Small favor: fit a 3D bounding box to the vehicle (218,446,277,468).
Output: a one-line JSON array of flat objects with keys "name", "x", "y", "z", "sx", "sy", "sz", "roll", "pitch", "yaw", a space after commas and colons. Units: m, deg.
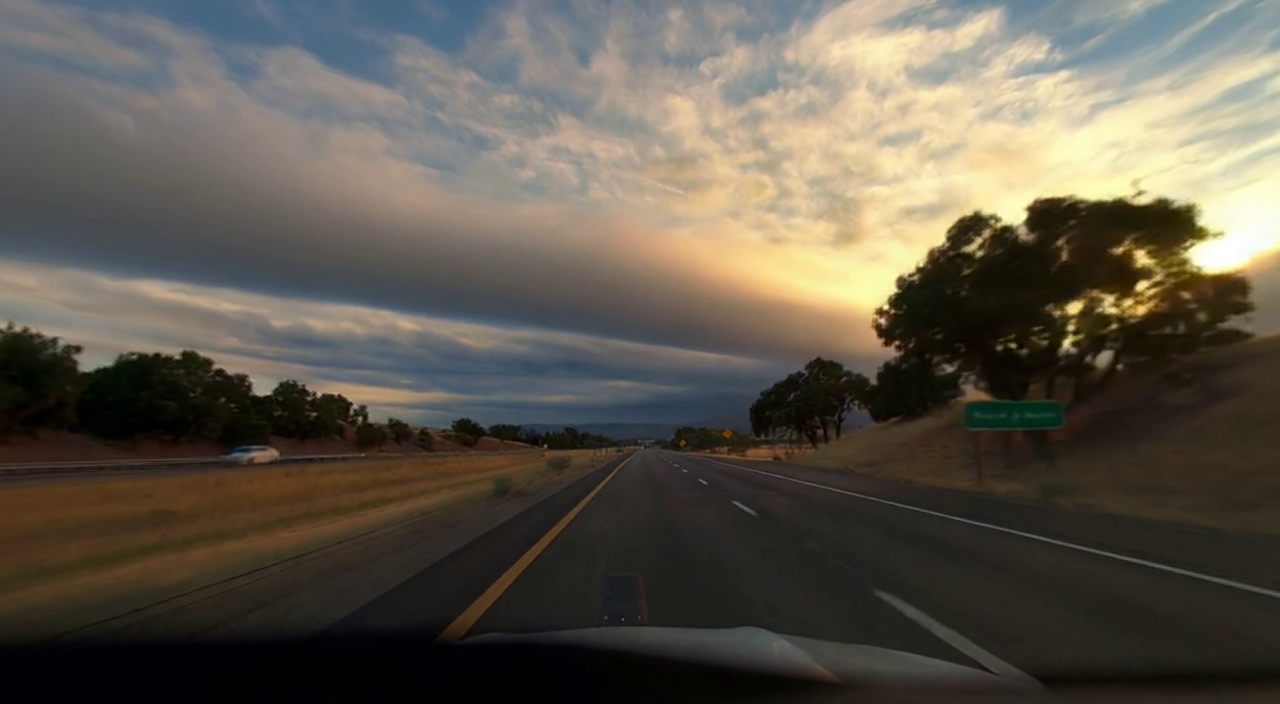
[{"name": "vehicle", "x": -28.142, "y": 7.505, "z": 45.104, "sx": 1.776, "sy": 1.458, "sz": 3.680, "roll": 0, "pitch": -8, "yaw": 1}]
